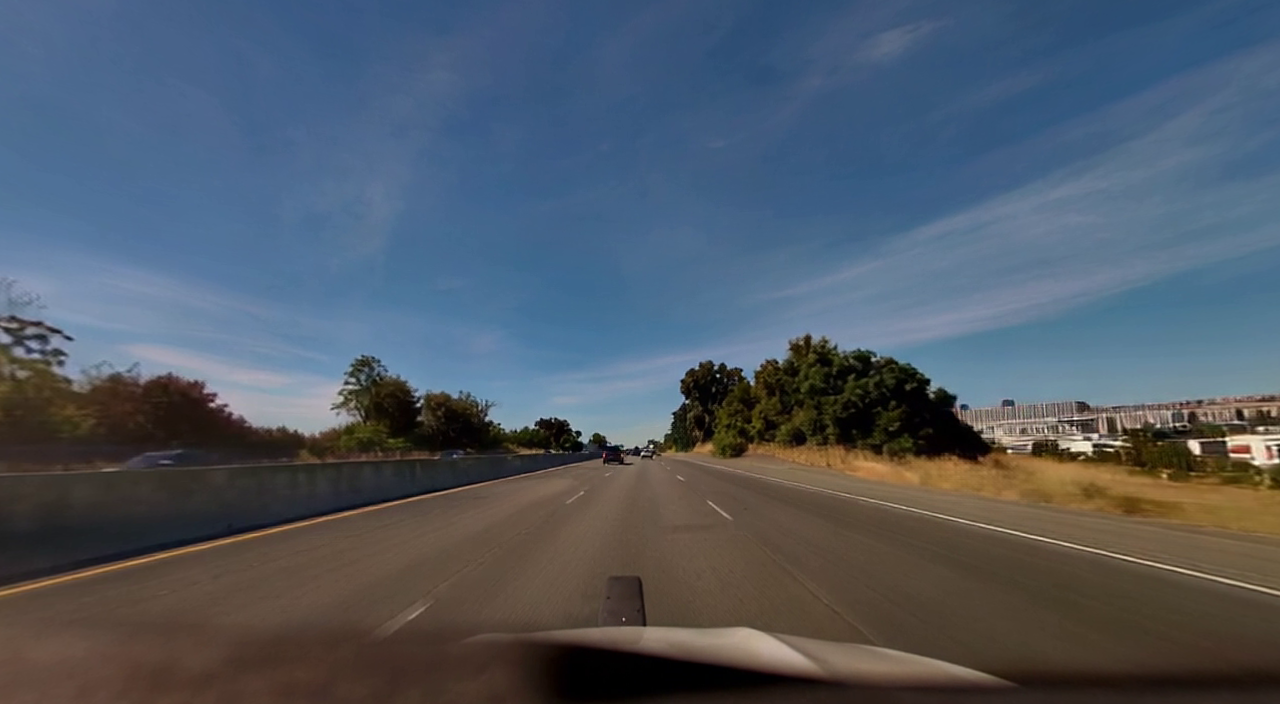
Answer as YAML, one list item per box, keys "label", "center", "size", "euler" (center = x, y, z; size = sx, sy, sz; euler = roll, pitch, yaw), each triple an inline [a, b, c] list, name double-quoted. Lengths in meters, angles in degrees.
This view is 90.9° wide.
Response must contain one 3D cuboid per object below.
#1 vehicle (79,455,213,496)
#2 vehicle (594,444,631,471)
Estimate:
- label: "vehicle"
  center: [-19.706, 4.921, 25.439]
  size: [1.822, 1.440, 4.360]
  euler: [0, -9, 0]
- label: "vehicle"
  center: [-1.653, 6.517, 38.864]
  size: [1.965, 1.556, 3.971]
  euler: [0, -9, 2]
